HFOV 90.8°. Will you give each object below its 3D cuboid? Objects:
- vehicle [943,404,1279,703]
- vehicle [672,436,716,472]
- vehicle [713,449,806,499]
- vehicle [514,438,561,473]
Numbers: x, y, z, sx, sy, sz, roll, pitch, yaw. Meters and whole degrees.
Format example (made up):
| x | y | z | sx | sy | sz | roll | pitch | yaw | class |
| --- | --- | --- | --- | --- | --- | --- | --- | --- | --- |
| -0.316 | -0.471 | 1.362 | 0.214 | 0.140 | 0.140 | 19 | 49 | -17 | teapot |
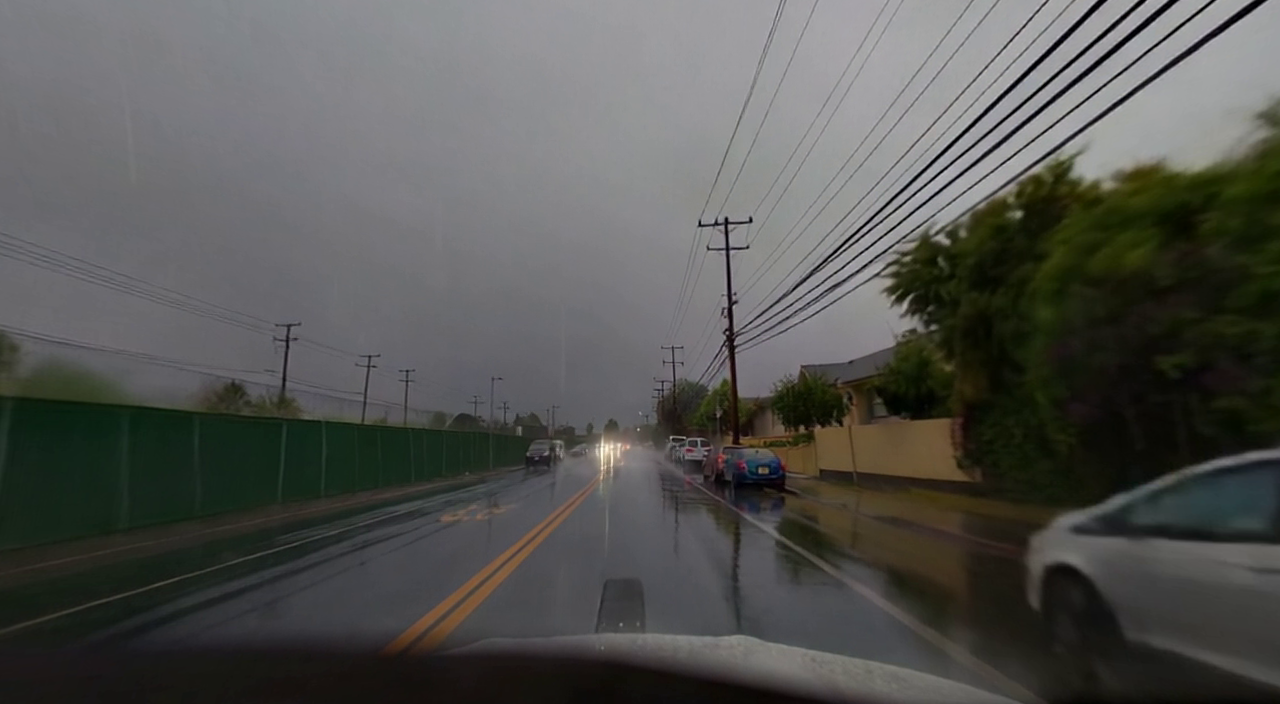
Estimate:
| x | y | z | sx | sy | sz | roll | pitch | yaw | class |
| --- | --- | --- | --- | --- | --- | --- | --- | --- | --- |
| 3.544 | 1.016 | 2.815 | 2.029 | 1.513 | 4.577 | 0 | -9 | -1 | vehicle |
| 3.175 | 6.188 | 38.392 | 2.053 | 2.005 | 5.495 | 0 | -9 | -1 | vehicle |
| 3.515 | 3.648 | 19.365 | 1.984 | 1.342 | 4.066 | 0 | -9 | -1 | vehicle |
| -6.805 | 6.888 | 42.491 | 2.268 | 2.154 | 5.321 | 0 | -8 | 0 | vehicle |
